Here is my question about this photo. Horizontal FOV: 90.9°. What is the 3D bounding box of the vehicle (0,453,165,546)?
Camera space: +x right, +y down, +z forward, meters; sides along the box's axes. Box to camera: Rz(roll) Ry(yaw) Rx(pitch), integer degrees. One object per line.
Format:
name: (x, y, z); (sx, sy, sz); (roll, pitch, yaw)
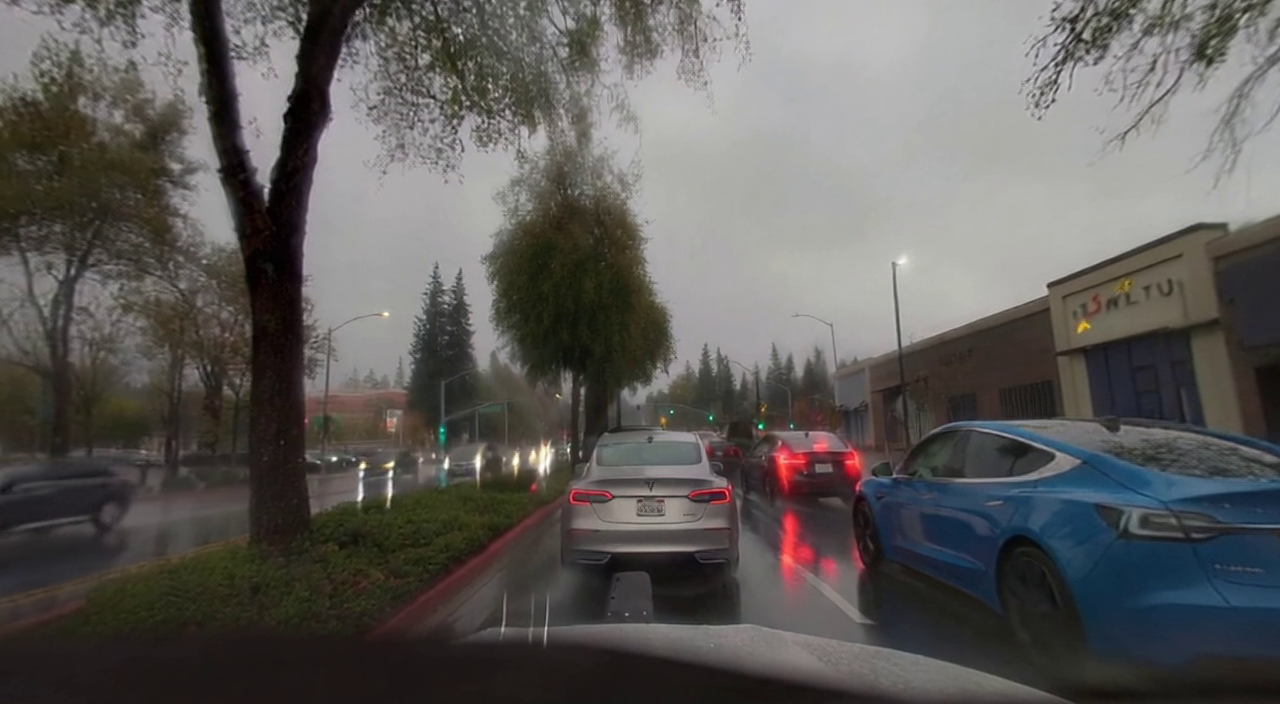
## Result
vehicle: (-11.657, 2.700, 11.942); (1.917, 1.506, 4.280); (0, -8, 1)

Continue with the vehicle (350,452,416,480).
vehicle: (-14.780, 6.575, 36.527); (1.999, 1.462, 4.200); (0, -8, 1)

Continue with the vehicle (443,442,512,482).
vehicle: (-7.450, 5.070, 29.326); (1.968, 1.682, 4.213); (0, -8, 1)

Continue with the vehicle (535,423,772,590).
vehicle: (0.131, 1.685, 7.725); (2.137, 1.488, 3.938); (0, -8, 0)

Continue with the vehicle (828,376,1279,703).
vehicle: (3.209, 1.251, 4.996); (2.038, 1.651, 4.455); (0, -8, 0)
